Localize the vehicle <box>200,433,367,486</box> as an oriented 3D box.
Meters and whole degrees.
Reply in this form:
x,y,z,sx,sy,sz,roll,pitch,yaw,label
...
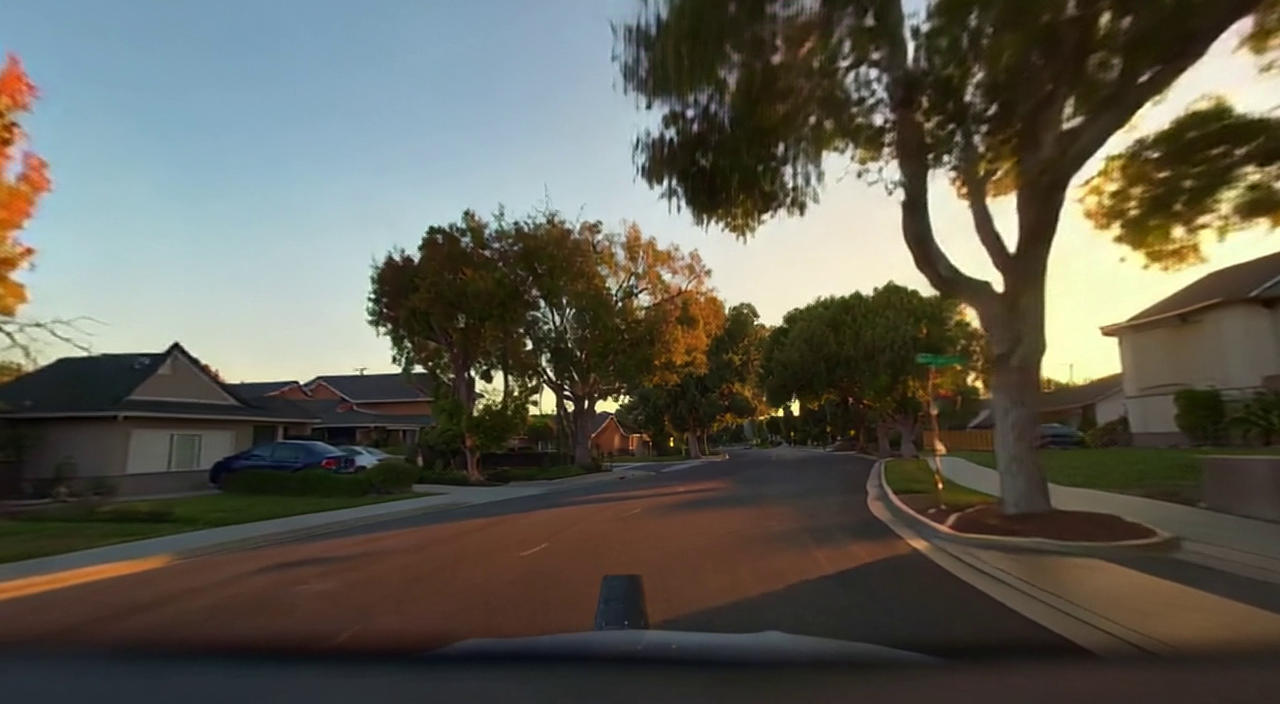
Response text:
x,y,z,sx,sy,sz,roll,pitch,yaw,label
-11.989,3.648,21.587,4.485,1.663,2.111,2,-9,-15,vehicle
